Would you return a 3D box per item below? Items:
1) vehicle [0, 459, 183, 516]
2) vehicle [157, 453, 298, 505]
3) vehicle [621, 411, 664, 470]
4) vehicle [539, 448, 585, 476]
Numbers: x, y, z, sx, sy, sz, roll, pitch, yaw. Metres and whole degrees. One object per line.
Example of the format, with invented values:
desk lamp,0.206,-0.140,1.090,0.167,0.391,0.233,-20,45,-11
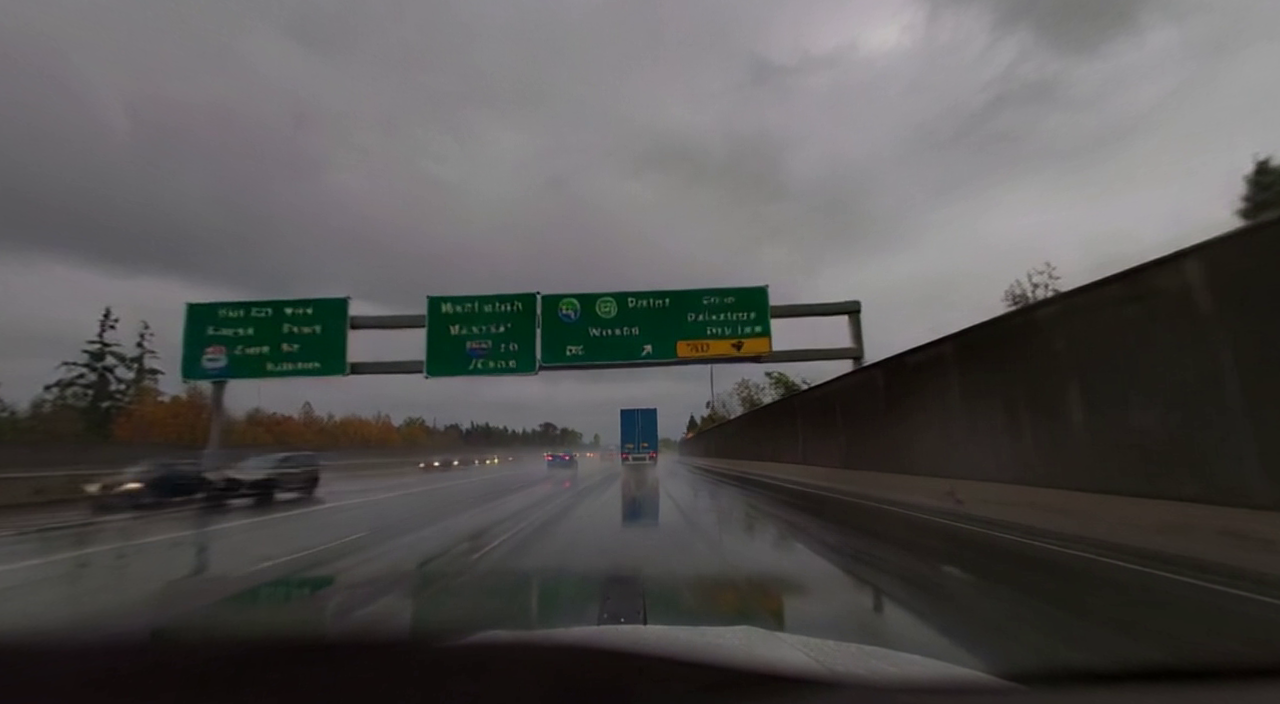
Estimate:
vehicle,-16.628,4.046,19.355,1.813,1.452,4.446,0,-9,0
vehicle,-12.957,3.972,20.149,1.797,1.436,3.926,0,-9,1
vehicle,0.242,6.903,48.764,2.980,4.051,10.359,0,-9,0
vehicle,-4.457,6.370,36.743,1.977,1.478,4.702,0,-9,1
